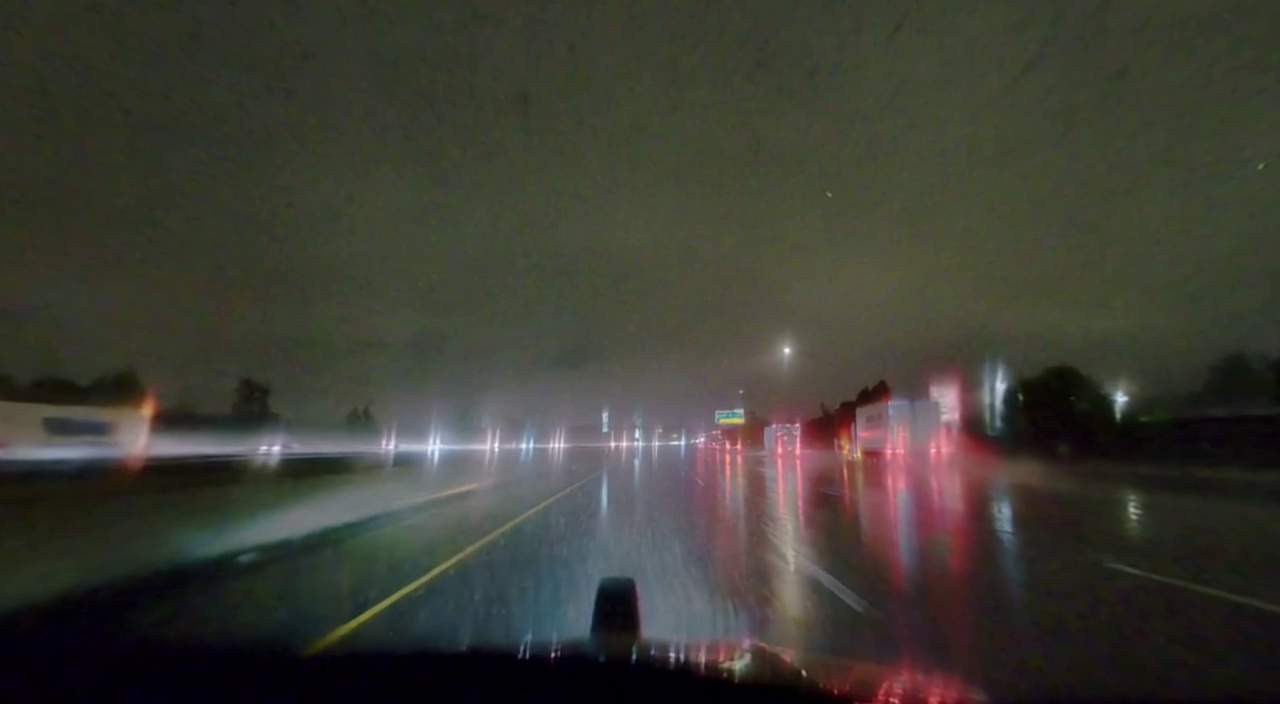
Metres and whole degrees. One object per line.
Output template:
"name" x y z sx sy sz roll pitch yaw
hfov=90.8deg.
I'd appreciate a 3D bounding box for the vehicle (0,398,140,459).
"vehicle" -45.281 5.690 46.402 2.941 4.172 16.971 0 -8 1
